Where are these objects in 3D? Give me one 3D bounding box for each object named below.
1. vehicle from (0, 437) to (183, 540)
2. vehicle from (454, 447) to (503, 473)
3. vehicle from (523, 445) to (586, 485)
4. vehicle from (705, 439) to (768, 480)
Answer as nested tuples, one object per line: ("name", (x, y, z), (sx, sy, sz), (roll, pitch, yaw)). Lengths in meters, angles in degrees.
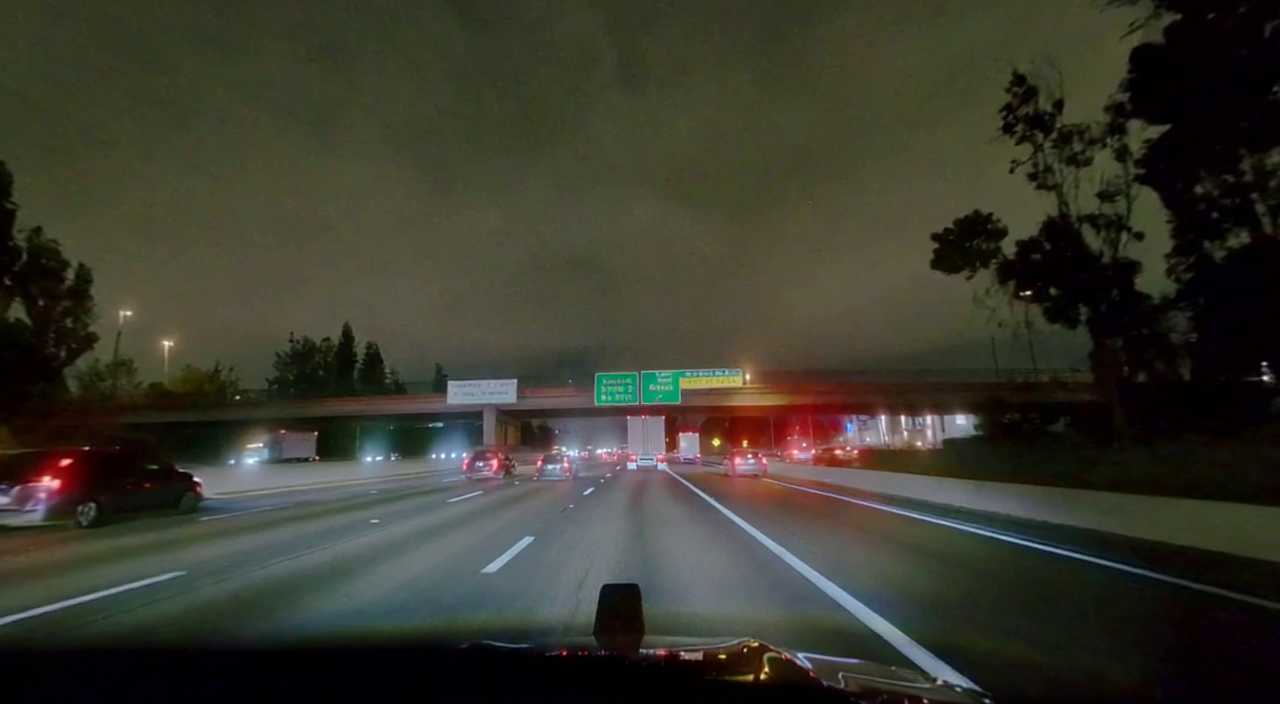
("vehicle", (-11.164, 2.448, 11.788), (1.966, 1.627, 4.258), (0, -9, 0))
("vehicle", (-10.890, 7.330, 42.870), (2.080, 1.637, 4.581), (0, -9, 1))
("vehicle", (-3.601, 4.853, 27.283), (2.083, 1.576, 4.307), (0, -9, 1))
("vehicle", (4.283, 4.880, 28.724), (2.107, 1.707, 4.445), (0, -9, 0))
